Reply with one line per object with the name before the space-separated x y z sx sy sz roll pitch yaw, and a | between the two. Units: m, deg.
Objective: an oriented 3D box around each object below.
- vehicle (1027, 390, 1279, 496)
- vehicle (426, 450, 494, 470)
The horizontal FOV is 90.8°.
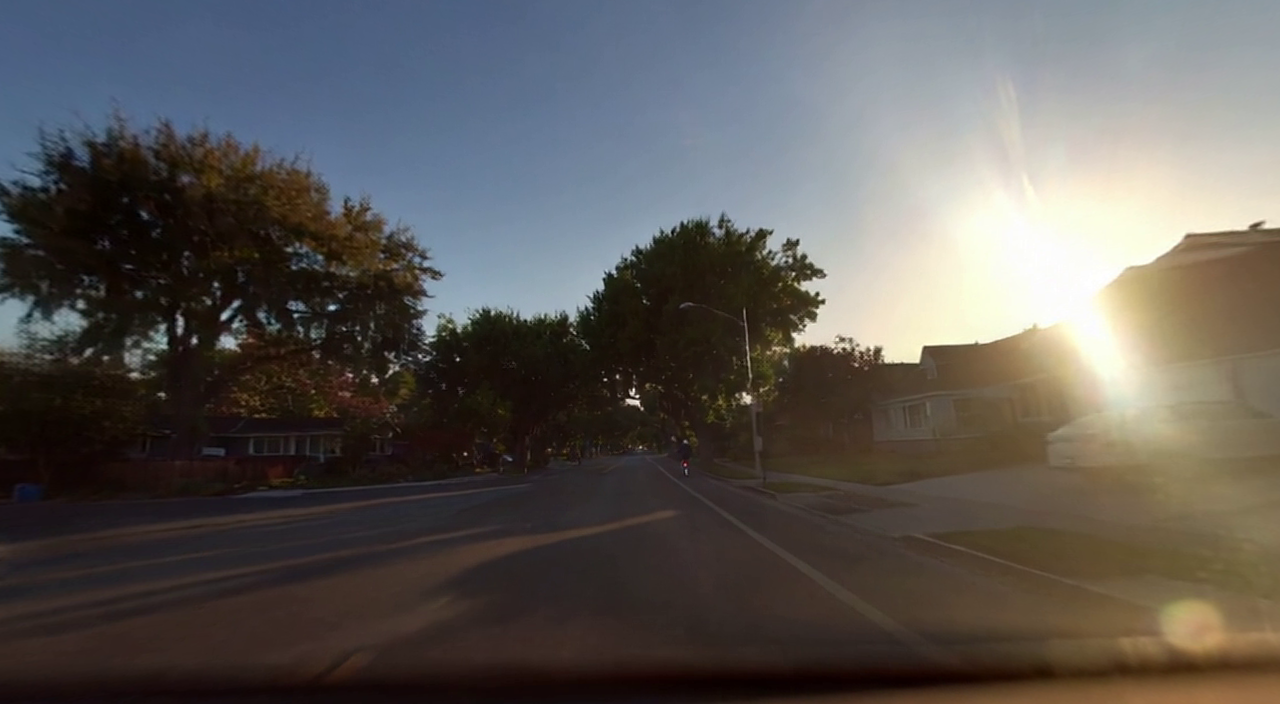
vehicle | 10.309 1.768 12.318 4.146 1.866 1.897 -1 -9 7
vehicle | -13.781 8.300 48.593 4.717 1.465 1.887 1 -9 -4
